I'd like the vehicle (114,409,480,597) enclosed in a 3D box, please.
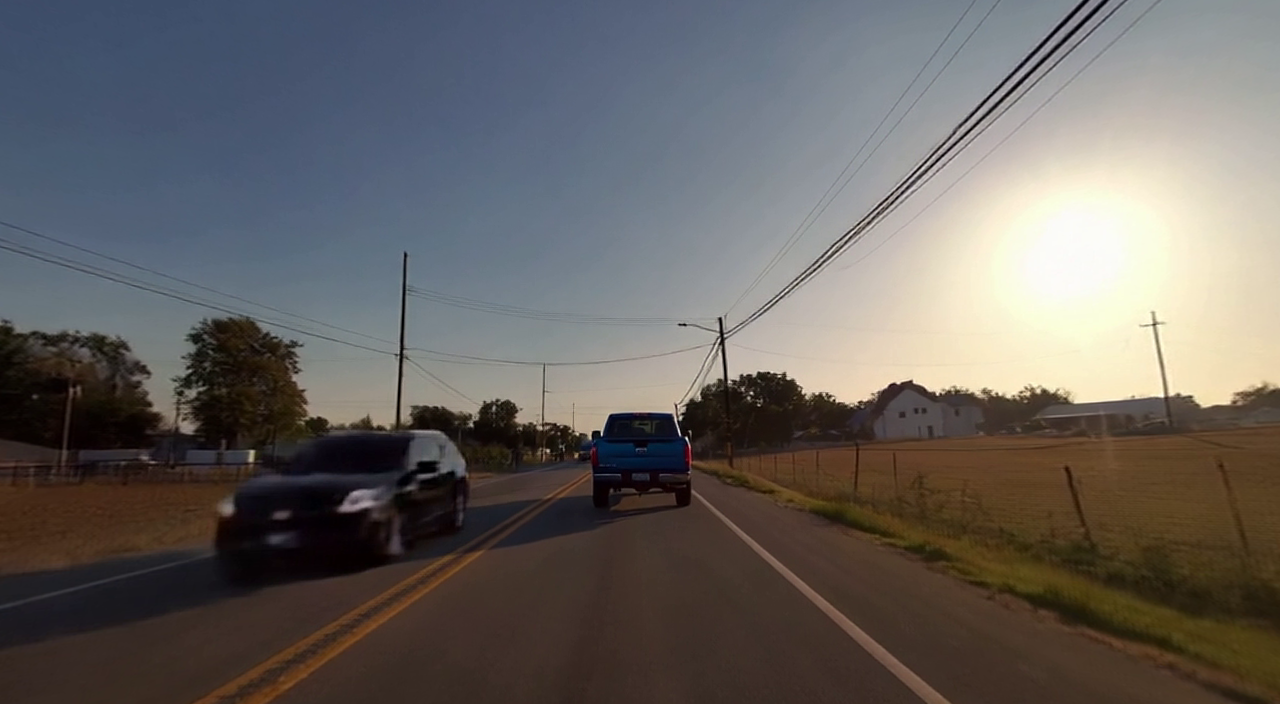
[{"bbox_3d":[-3.817,1.764,8.347,2.122,1.729,4.783,0,-8,0],"label":"vehicle"}]

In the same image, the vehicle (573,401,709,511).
[{"bbox_3d":[-0.054,2.770,17.255,2.912,2.320,7.292,0,-8,-1],"label":"vehicle"}]
